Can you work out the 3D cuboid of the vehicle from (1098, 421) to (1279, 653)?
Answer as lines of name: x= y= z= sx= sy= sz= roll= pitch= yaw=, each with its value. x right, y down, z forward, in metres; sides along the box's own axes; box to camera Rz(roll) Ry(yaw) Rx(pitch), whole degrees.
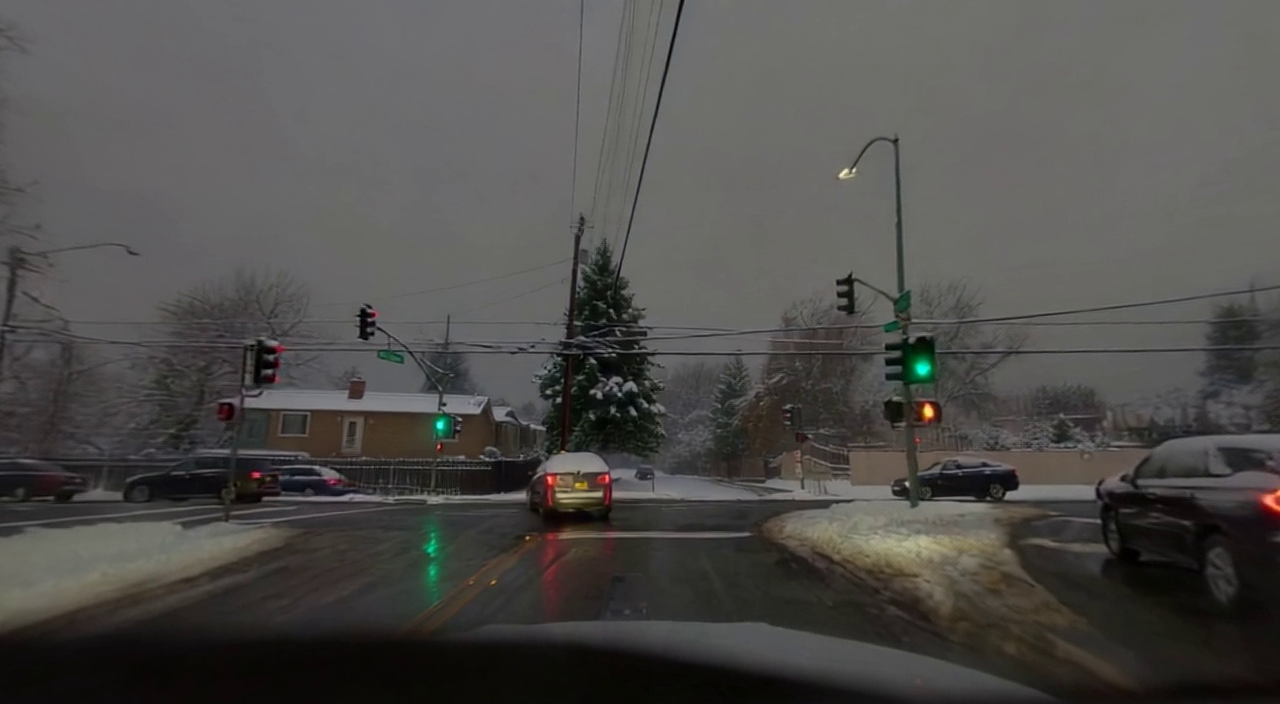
vehicle: x=6.361 y=1.595 z=6.034 sx=1.969 sy=1.738 sz=4.515 roll=-3 pitch=-9 yaw=21

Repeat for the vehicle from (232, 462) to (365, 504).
vehicle: x=-13.645 y=5.210 z=25.306 sx=4.343 sy=1.492 sz=2.063 roll=-2 pitch=-9 yaw=14

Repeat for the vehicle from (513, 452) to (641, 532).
vehicle: x=-1.687 y=3.188 z=15.087 sx=2.078 sy=1.506 sz=4.512 roll=3 pitch=-9 yaw=-18

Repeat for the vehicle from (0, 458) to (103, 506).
vehicle: x=-21.565 y=4.430 z=21.704 sx=4.736 sy=1.475 sz=1.921 roll=-1 pitch=-9 yaw=9

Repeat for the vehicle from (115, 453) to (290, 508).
vehicle: x=-14.303 y=4.173 z=20.756 sx=4.485 sy=1.625 sz=1.980 roll=-1 pitch=-8 yaw=8

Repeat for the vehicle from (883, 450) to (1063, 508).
vehicle: x=10.629 y=4.078 z=20.469 sx=4.600 sy=1.722 sz=2.074 roll=-1 pitch=-9 yaw=5
